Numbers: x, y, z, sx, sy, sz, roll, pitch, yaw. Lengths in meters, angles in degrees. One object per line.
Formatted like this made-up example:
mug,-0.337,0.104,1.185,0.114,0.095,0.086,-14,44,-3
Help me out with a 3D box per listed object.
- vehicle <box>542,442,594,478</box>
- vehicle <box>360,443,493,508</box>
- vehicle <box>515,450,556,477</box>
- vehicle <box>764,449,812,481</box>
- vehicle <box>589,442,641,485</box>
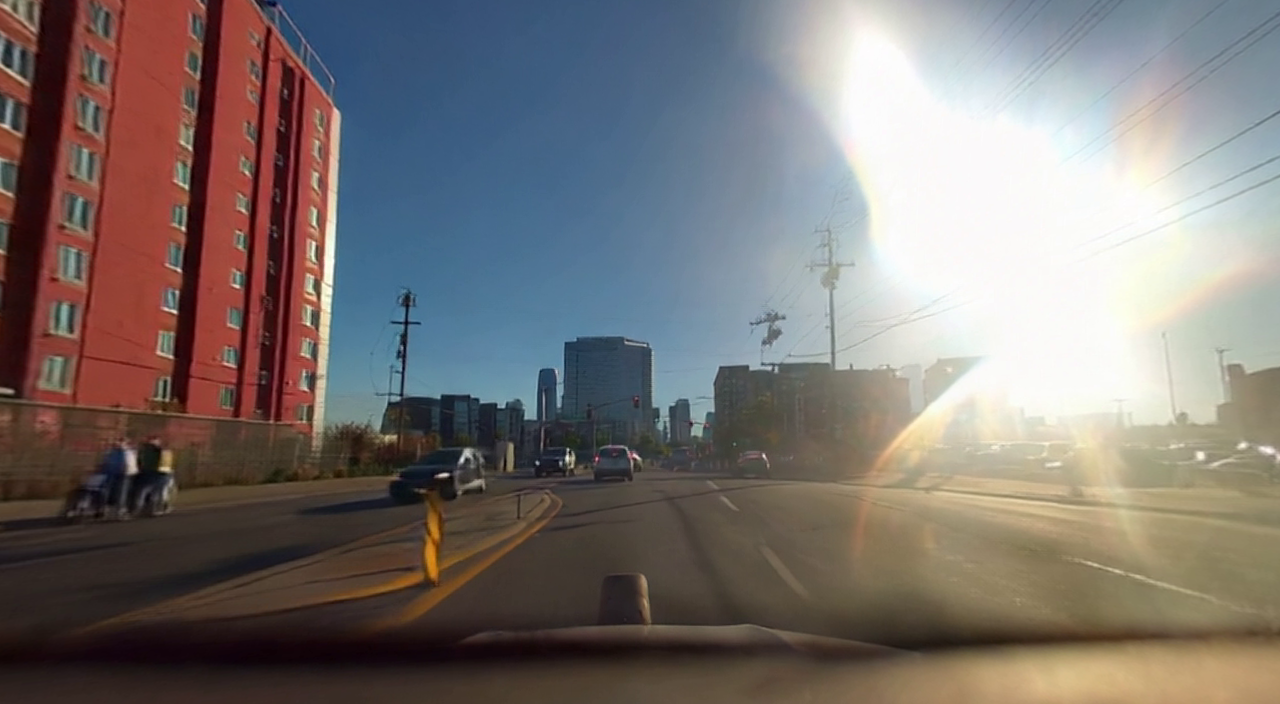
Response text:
vehicle,-4.779,7.299,42.933,2.515,2.248,5.821,-1,-8,3
vehicle,-5.553,3.232,17.081,1.973,1.502,4.275,-1,-8,2
vehicle,-7.682,8.253,46.773,2.123,1.831,4.304,-1,-8,2
vehicle,8.795,6.696,37.804,1.952,1.749,4.311,-1,-8,2
vehicle,-1.123,5.013,28.784,2.160,1.786,4.702,0,-8,-2
